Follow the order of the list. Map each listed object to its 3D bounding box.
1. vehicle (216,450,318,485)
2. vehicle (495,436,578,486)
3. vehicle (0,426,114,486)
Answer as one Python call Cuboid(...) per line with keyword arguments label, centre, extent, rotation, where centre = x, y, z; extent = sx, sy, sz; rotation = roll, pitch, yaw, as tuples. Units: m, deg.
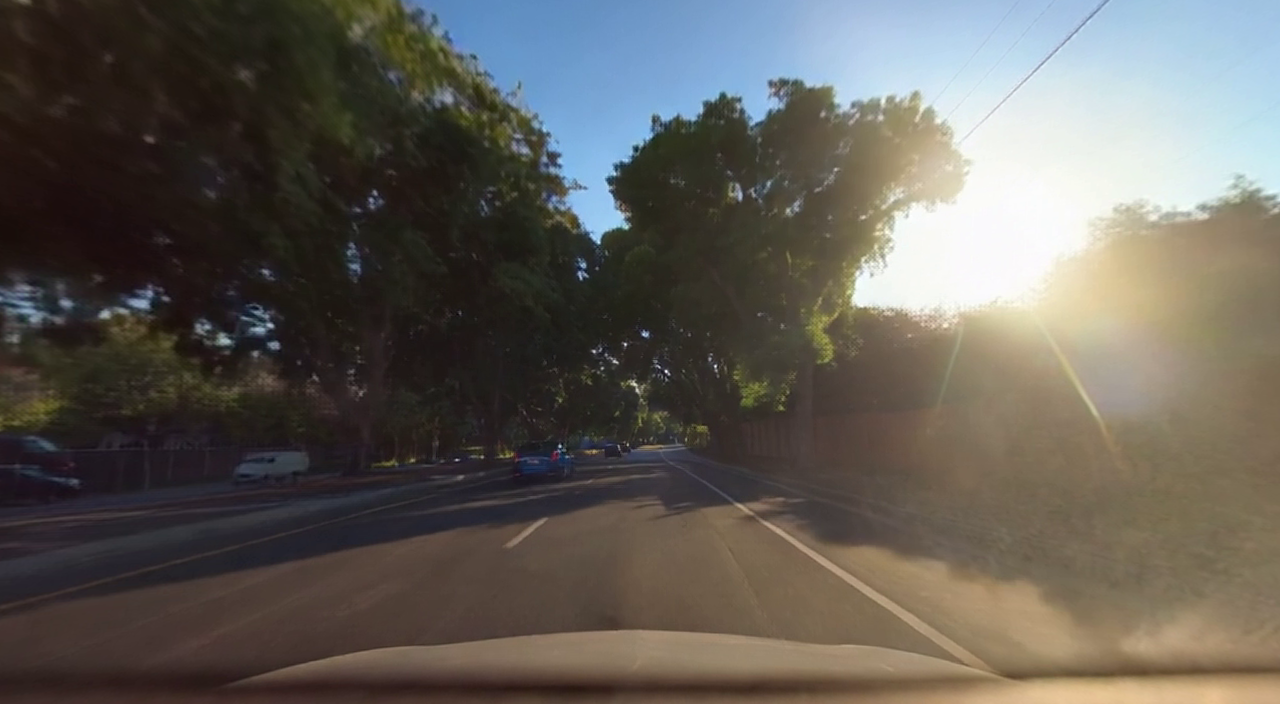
Cuboid(label="vehicle", centre=(-20.749, 6.426, 35.508), extent=(2.243, 1.703, 5.669), rotation=(0, -8, 1))
Cuboid(label="vehicle", centre=(-3.226, 3.484, 20.480), extent=(1.870, 1.431, 4.317), rotation=(0, -8, 1))
Cuboid(label="vehicle", centre=(-34.396, 5.795, 34.959), extent=(2.817, 3.013, 8.966), rotation=(-5, -9, 1))
